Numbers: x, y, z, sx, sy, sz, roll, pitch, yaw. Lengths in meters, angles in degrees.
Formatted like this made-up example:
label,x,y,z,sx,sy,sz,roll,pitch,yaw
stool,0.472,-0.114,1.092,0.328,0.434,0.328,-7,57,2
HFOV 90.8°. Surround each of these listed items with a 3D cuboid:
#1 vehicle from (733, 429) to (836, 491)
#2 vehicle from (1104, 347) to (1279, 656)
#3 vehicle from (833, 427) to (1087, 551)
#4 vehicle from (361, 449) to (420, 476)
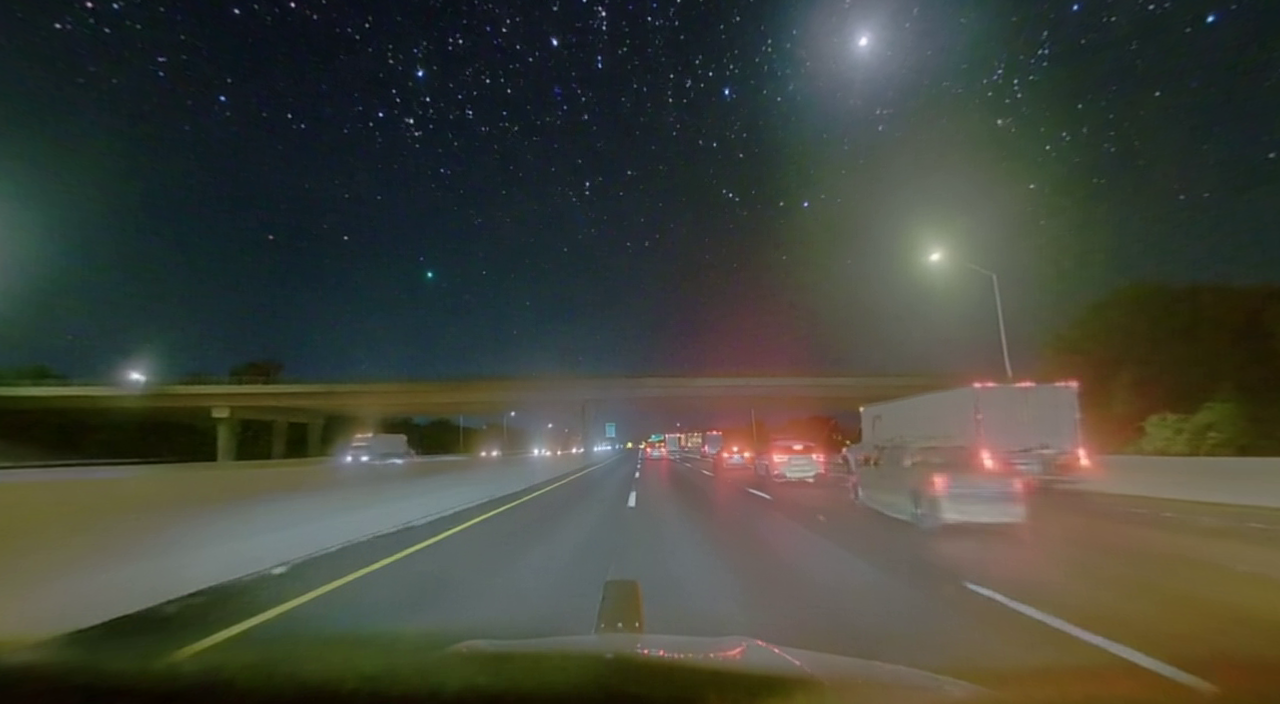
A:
label,x,y,z,sx,sy,sz,roll,pitch,yaw
vehicle,4.679,3.593,21.361,2.201,1.804,4.801,0,-8,-2
vehicle,5.004,0.780,2.918,1.991,1.921,4.879,0,-8,1
vehicle,4.617,2.016,9.924,1.950,1.529,3.884,0,-8,0
vehicle,-15.565,6.909,39.675,1.855,1.550,4.300,0,-8,1
